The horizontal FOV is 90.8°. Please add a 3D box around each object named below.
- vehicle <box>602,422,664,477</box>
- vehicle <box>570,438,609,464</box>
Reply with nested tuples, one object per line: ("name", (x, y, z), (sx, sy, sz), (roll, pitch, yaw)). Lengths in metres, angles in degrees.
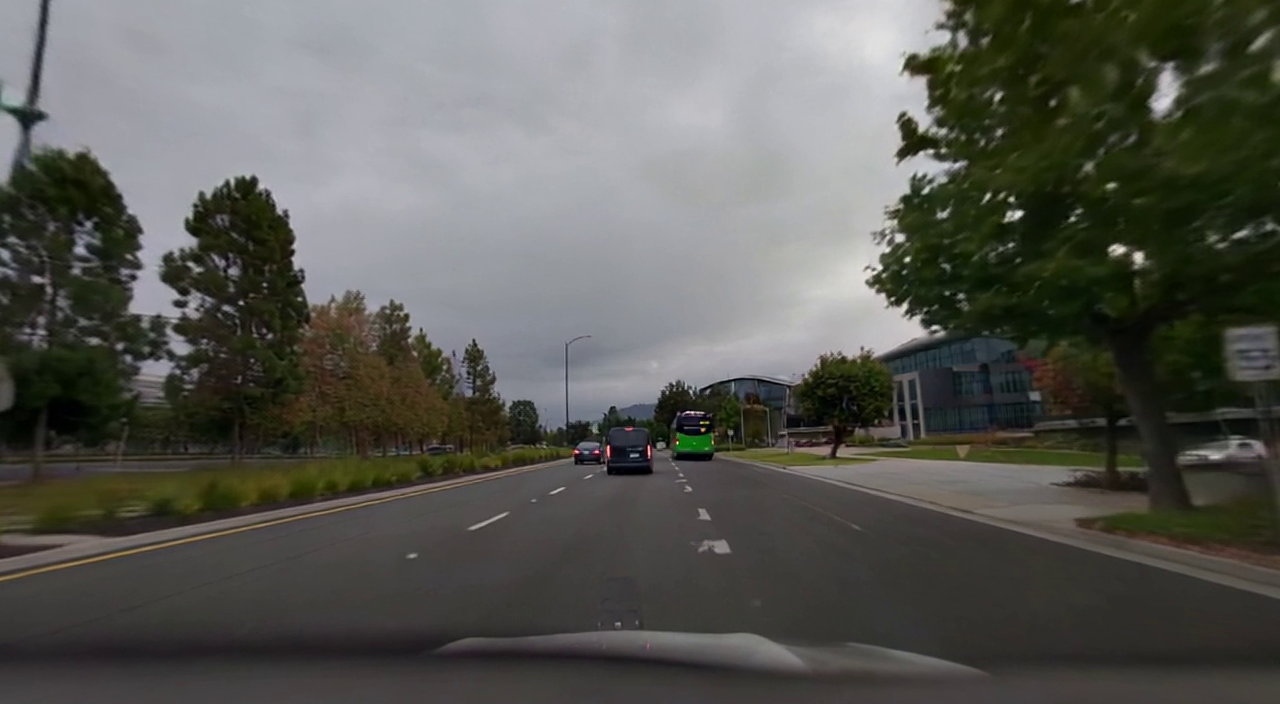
("vehicle", (-0.182, 4.183, 27.160), (2.336, 2.122, 5.207), (-1, -9, 3))
("vehicle", (-3.374, 6.699, 42.771), (2.109, 1.672, 4.256), (-1, -9, 3))
